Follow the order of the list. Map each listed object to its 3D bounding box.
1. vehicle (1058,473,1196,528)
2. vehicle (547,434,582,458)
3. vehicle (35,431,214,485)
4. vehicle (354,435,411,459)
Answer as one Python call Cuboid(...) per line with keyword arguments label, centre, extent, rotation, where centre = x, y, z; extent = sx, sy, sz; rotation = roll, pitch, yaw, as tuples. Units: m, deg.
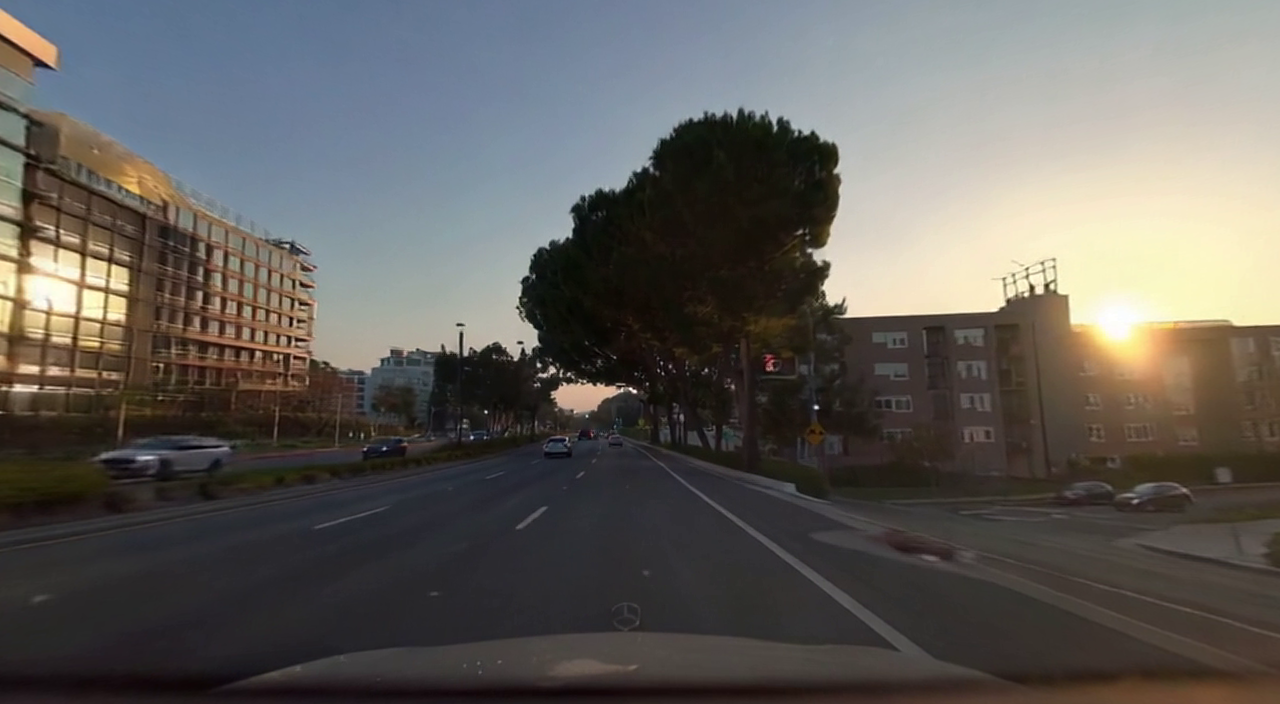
Cuboid(label="vehicle", centre=(23.138, 7.136, 30.208), extent=(4.619, 1.807, 2.224), rotation=(7, -19, 3))
Cuboid(label="vehicle", centre=(-5.075, 6.385, 42.932), extent=(2.025, 1.474, 4.292), rotation=(0, -9, -2))
Cuboid(label="vehicle", centre=(-18.398, 3.808, 22.969), extent=(2.286, 1.743, 4.869), rotation=(-1, -8, 2))
Cuboid(label="vehicle", centre=(-18.139, 6.713, 44.765), extent=(2.079, 1.560, 4.702), rotation=(0, -8, 0))
